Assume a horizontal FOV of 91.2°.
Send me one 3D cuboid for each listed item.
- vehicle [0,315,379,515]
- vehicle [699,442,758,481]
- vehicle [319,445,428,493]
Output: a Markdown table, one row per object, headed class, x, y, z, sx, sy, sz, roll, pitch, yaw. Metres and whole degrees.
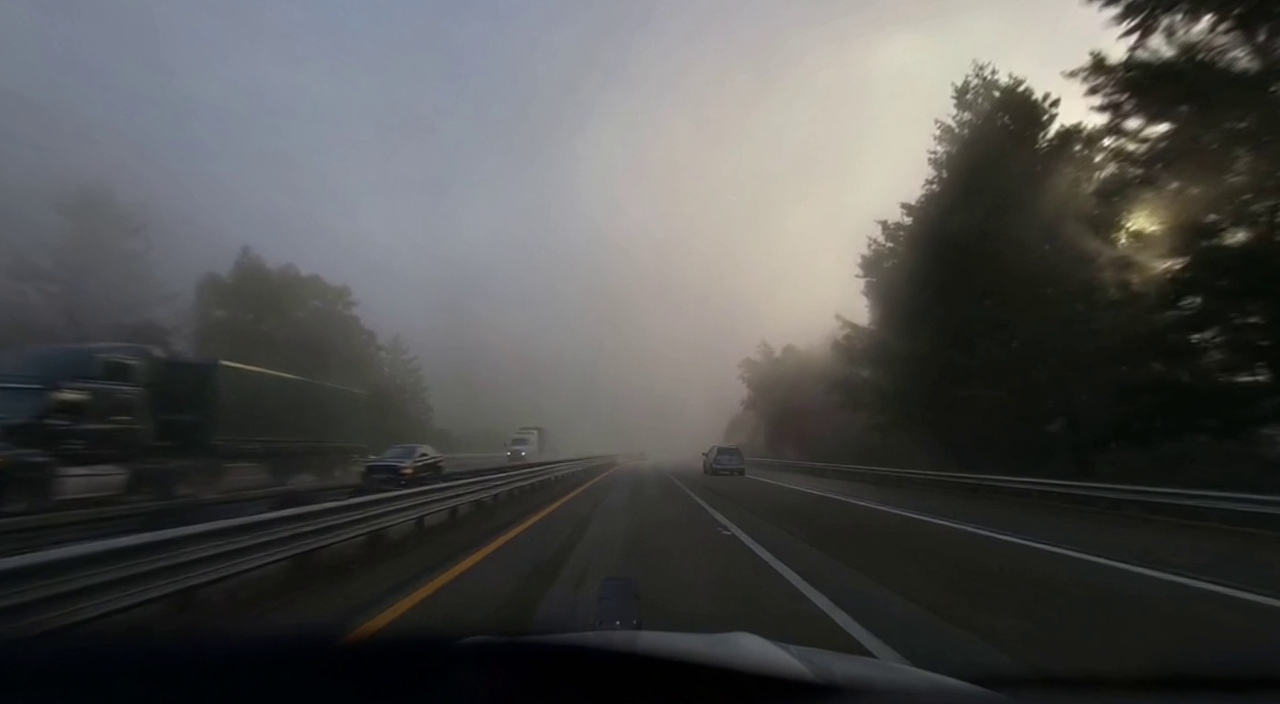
| class | x | y | z | sx | sy | sz | roll | pitch | yaw |
| --- | --- | --- | --- | --- | --- | --- | --- | --- | --- |
| vehicle | -14.078 | 2.553 | 21.157 | 3.257 | 4.097 | 16.693 | 0 | -9 | 0 |
| vehicle | 4.125 | 5.195 | 29.965 | 2.089 | 1.660 | 4.729 | 0 | -9 | -1 |
| vehicle | -9.397 | 4.135 | 22.569 | 1.920 | 1.532 | 4.578 | 0 | -9 | 0 |
